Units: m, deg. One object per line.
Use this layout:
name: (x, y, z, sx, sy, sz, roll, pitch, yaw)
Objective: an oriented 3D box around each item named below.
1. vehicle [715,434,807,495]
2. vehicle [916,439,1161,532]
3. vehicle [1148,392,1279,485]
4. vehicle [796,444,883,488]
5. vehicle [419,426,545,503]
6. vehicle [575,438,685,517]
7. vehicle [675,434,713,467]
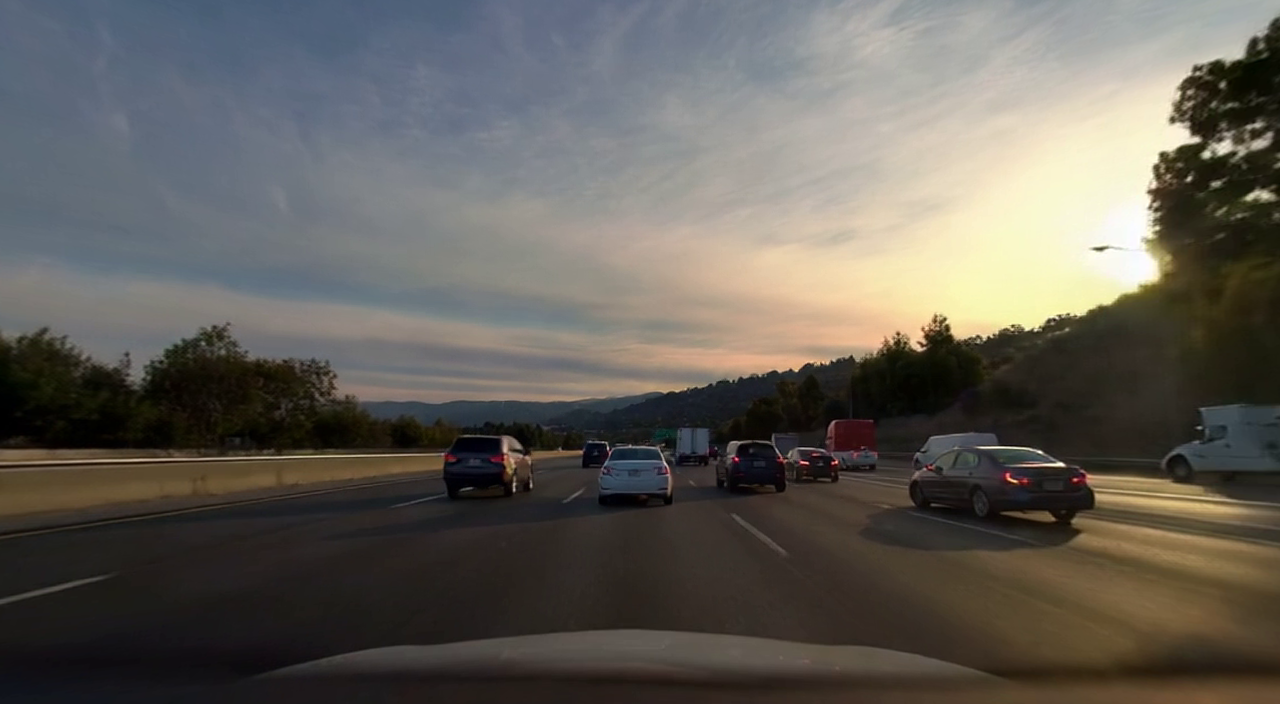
vehicle: (3.593, 3.444, 19.534, 2.053, 1.666, 4.106, 0, -9, 0)
vehicle: (7.615, 2.560, 12.736, 2.021, 1.505, 4.480, 0, -9, 0)
vehicle: (29.239, 4.051, 29.294, 2.957, 4.007, 8.656, 0, -9, -8)
vehicle: (7.390, 4.263, 23.808, 1.942, 1.482, 4.250, 0, -9, 0)
vehicle: (-3.965, 2.925, 16.750, 2.079, 1.741, 4.436, 0, -9, 2)
vehicle: (-0.165, 2.759, 14.327, 2.132, 1.499, 4.038, 0, -9, 1)
vehicle: (4.039, 7.516, 48.100, 2.440, 2.313, 5.266, 0, -9, 0)
